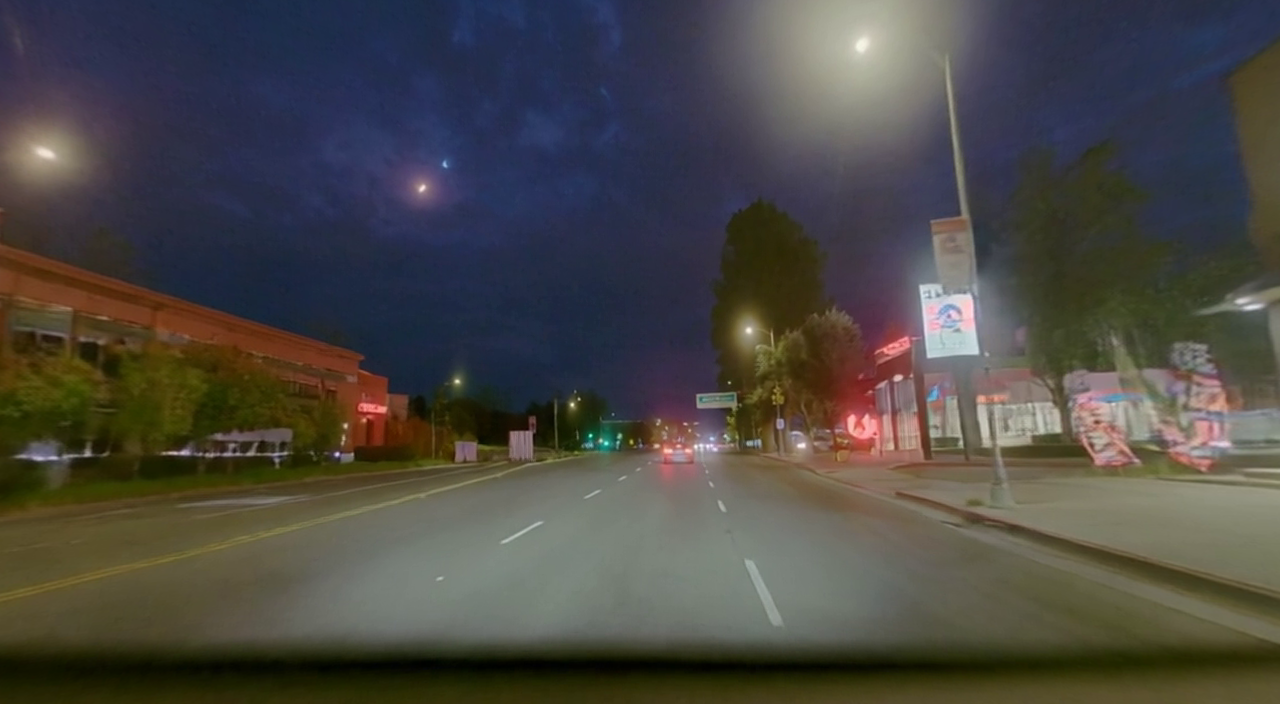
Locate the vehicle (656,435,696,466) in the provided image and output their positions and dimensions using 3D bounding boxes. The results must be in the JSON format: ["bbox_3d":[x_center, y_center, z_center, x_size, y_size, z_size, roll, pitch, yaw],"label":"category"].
[{"bbox_3d":[2.272,6.061,38.827,2.235,1.719,4.292,1,-8,6],"label":"vehicle"}]
